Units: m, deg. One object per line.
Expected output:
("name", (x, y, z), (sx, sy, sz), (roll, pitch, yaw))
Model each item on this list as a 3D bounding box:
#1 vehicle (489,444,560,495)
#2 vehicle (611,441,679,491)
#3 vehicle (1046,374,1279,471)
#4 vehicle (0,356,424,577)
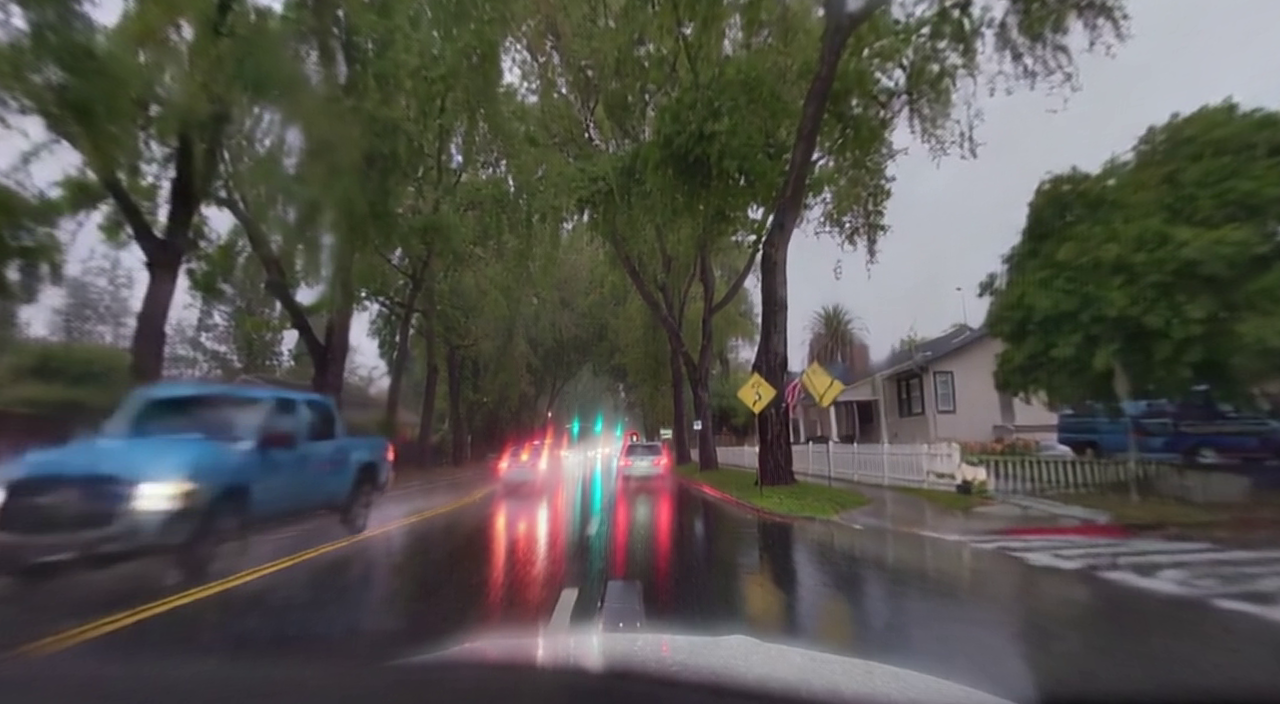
("vehicle", (-3.782, 3.907, 21.479), (1.919, 1.501, 4.509), (1, -9, -5))
("vehicle", (0.073, 4.223, 23.813), (2.258, 1.682, 4.635), (0, -9, -3))
("vehicle", (16.170, 2.209, 19.181), (6.115, 2.590, 2.371), (-6, -10, 35))
("vehicle", (-6.648, 1.965, 11.725), (2.920, 2.707, 7.670), (0, -9, -3))
